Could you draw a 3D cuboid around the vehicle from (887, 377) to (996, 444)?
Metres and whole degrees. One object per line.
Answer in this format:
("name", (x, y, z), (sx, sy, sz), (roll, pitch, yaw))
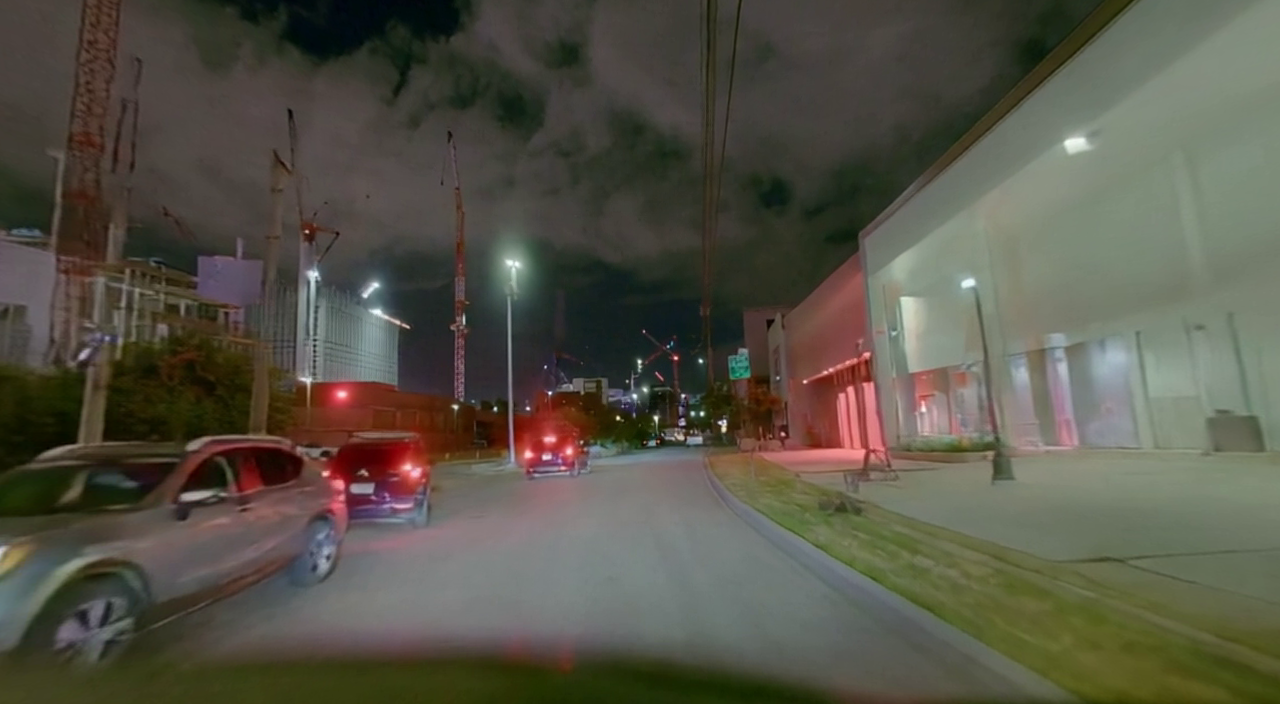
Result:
("vehicle", (19.291, 4.014, 41.269), (3.031, 3.863, 9.734), (-1, -8, 5))

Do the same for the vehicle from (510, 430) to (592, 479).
("vehicle", (-3.213, 3.789, 23.624), (1.967, 1.646, 4.192), (-1, -8, 8))

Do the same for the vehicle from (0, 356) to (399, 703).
("vehicle", (-3.520, 1.132, 4.522), (2.026, 1.699, 4.224), (0, -8, -2))
